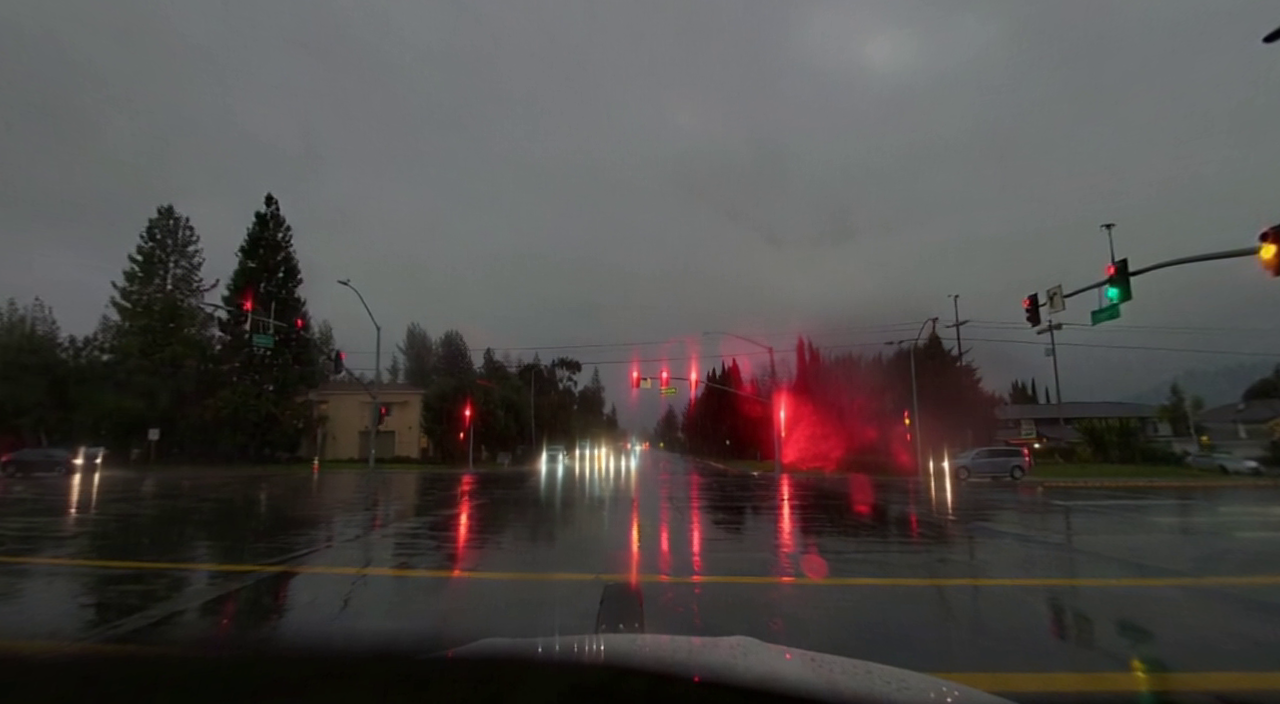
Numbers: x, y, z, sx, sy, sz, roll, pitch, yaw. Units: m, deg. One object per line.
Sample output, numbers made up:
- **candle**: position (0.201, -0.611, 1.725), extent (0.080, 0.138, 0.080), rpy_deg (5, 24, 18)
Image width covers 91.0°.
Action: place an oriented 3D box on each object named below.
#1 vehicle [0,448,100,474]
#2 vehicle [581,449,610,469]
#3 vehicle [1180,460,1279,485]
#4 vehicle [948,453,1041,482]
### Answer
- **vehicle**: position (-35.141, 6.414, 37.186), extent (4.741, 1.447, 1.807), rpy_deg (0, -9, 0)
- **vehicle**: position (-3.448, 8.357, 49.222), extent (1.908, 1.441, 4.142), rpy_deg (0, -8, 1)
- **vehicle**: position (36.223, 7.307, 38.297), extent (4.976, 1.428, 1.929), rpy_deg (0, -9, -2)
- **vehicle**: position (21.100, 6.878, 37.587), extent (4.447, 1.623, 1.801), rpy_deg (0, -9, -3)
